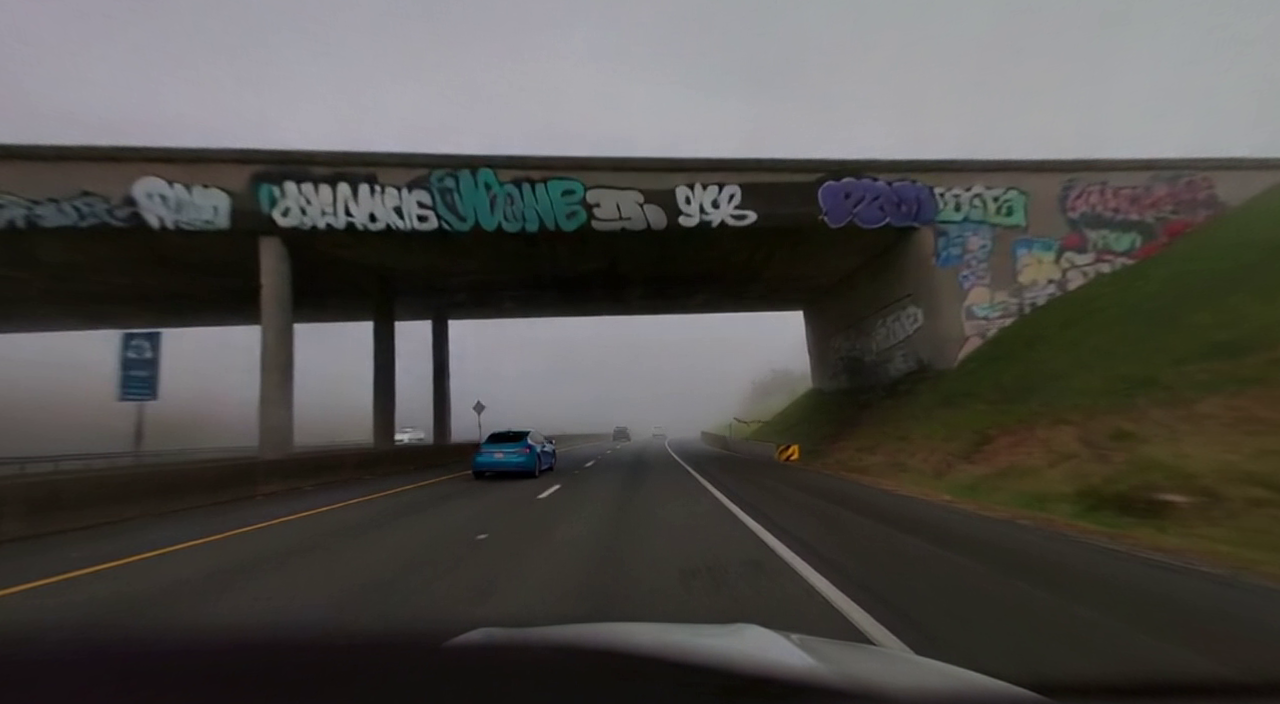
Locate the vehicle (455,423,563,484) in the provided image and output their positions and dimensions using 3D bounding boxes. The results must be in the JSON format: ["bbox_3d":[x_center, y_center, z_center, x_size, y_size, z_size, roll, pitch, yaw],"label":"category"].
[{"bbox_3d":[-3.645,2.927,18.537,2.108,1.555,4.574,0,-8,1],"label":"vehicle"}]
